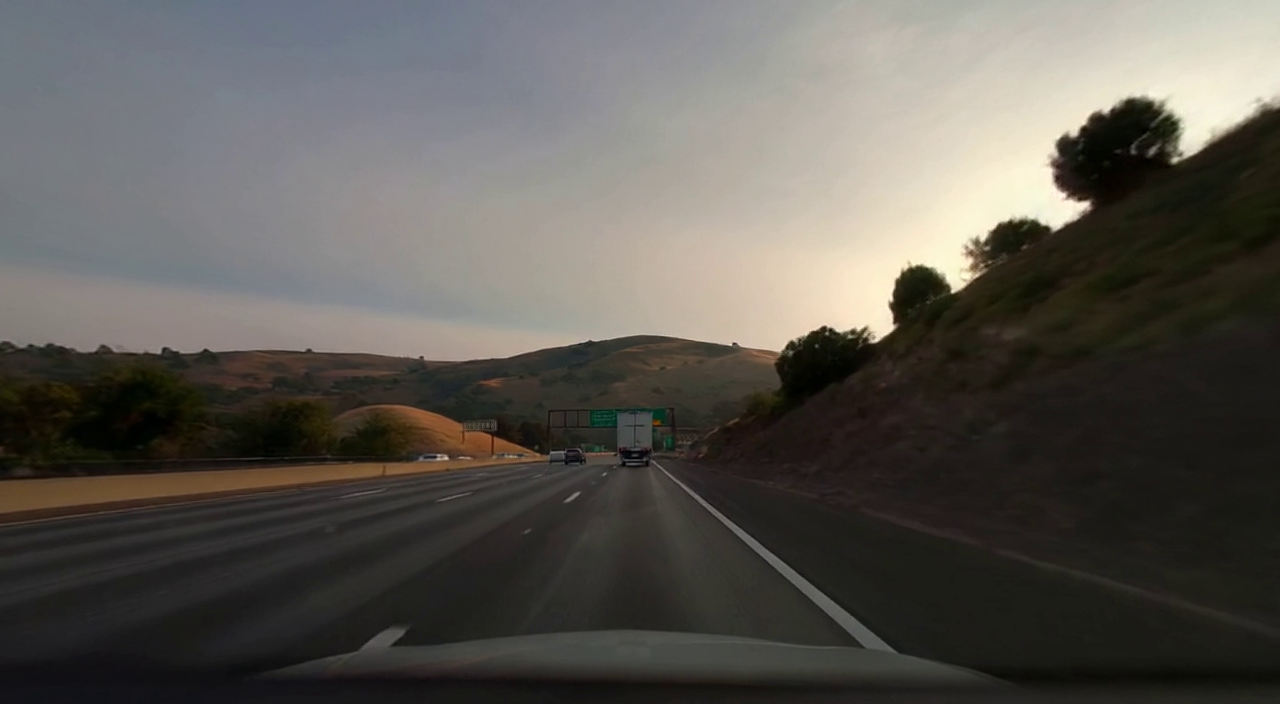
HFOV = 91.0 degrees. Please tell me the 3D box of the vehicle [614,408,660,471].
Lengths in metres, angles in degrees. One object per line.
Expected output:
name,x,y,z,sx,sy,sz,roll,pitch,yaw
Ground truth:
vehicle,-0.098,6.634,47.497,3.039,4.131,11.822,0,-9,1
